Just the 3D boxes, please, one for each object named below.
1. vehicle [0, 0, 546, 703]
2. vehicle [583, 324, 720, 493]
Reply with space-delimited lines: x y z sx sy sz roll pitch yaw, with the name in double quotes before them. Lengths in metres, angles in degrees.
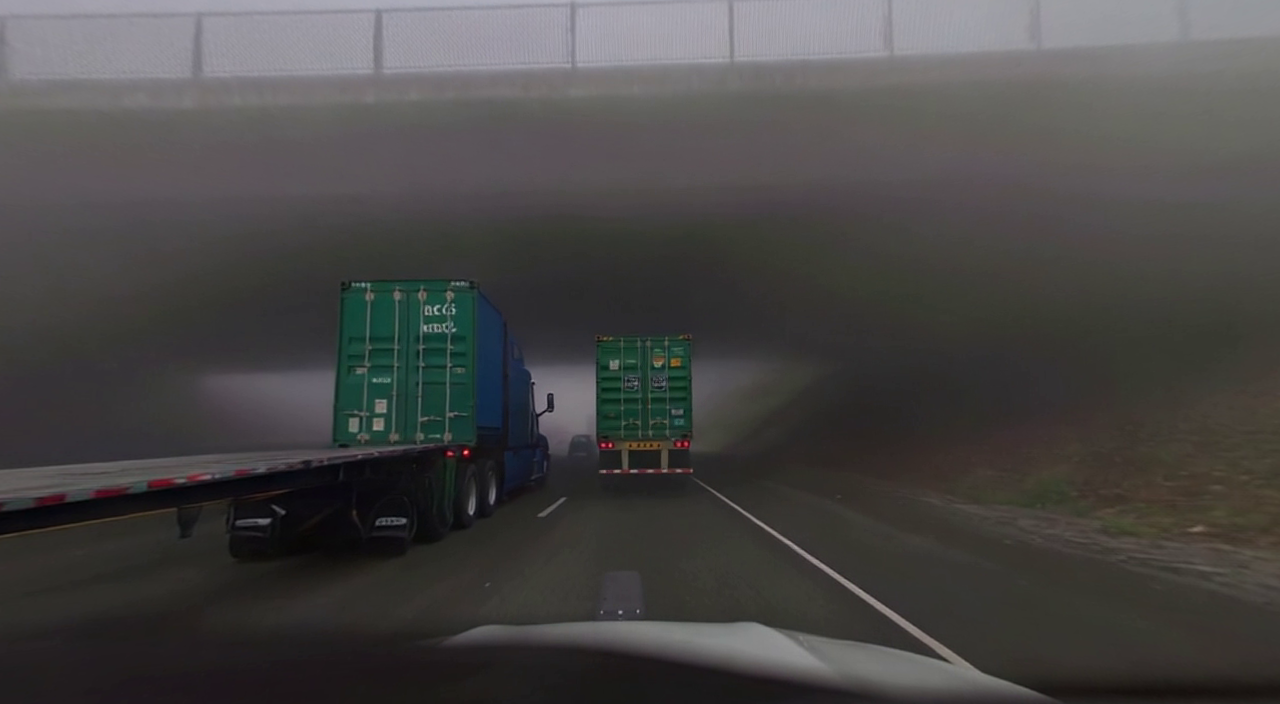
"vehicle" -3.637 0.344 7.827 2.873 4.198 13.317 0 -9 0
"vehicle" 0.267 1.933 19.591 3.357 4.212 7.519 0 -9 0
